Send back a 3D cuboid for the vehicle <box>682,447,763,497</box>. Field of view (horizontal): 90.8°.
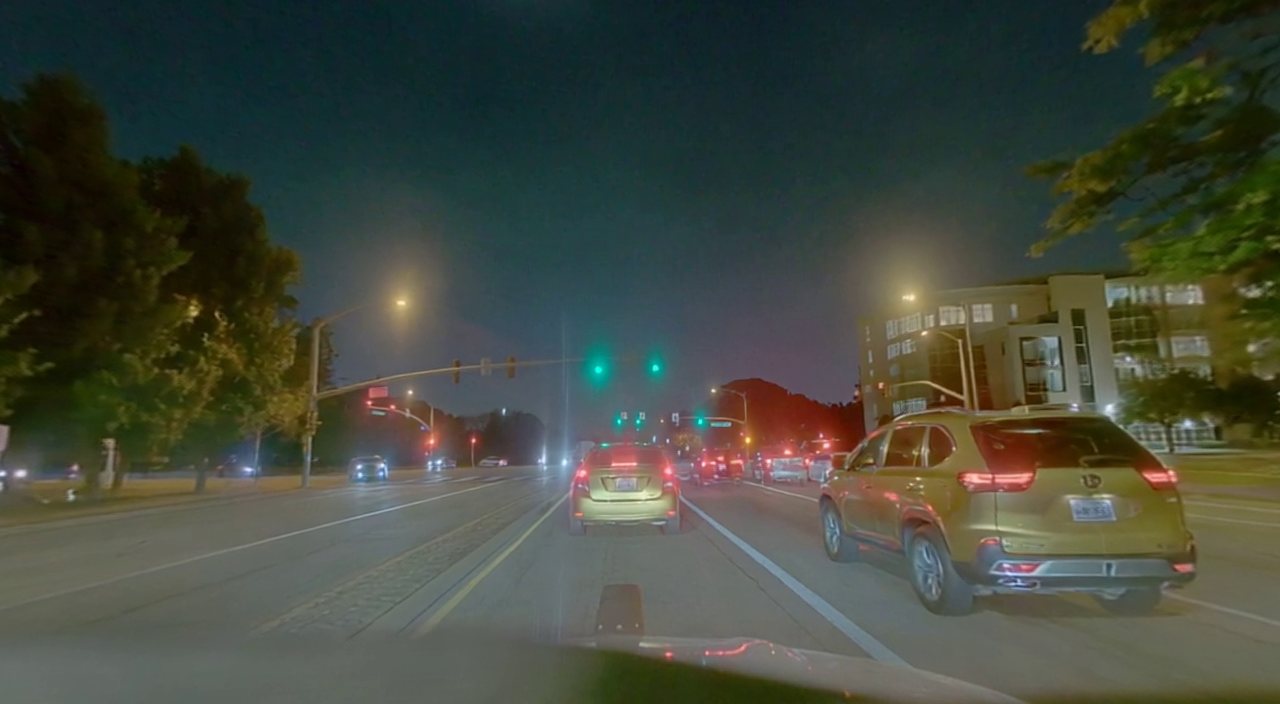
[{"bbox_3d":[2.596,3.873,20.903,1.900,1.459,4.260,0,-9,-3],"label":"vehicle"}]

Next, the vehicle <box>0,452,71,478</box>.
[{"bbox_3d":[-40.807,7.500,42.181,1.742,1.526,4.004,-1,-8,3],"label":"vehicle"}]

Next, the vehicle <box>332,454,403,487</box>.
[{"bbox_3d":[-17.853,7.663,41.263,4.905,1.949,2.354,-8,-11,42],"label":"vehicle"}]

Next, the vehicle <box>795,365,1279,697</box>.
[{"bbox_3d":[3.132,1.289,5.714,2.228,1.798,4.370,0,-9,-1],"label":"vehicle"}]

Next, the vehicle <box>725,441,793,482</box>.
[{"bbox_3d":[5.574,5.198,30.375,2.049,1.743,5.146,0,-9,-3],"label":"vehicle"}]

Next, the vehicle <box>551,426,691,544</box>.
[{"bbox_3d":[-0.328,2.251,11.333,2.039,1.698,4.144,0,-9,-1],"label":"vehicle"}]
